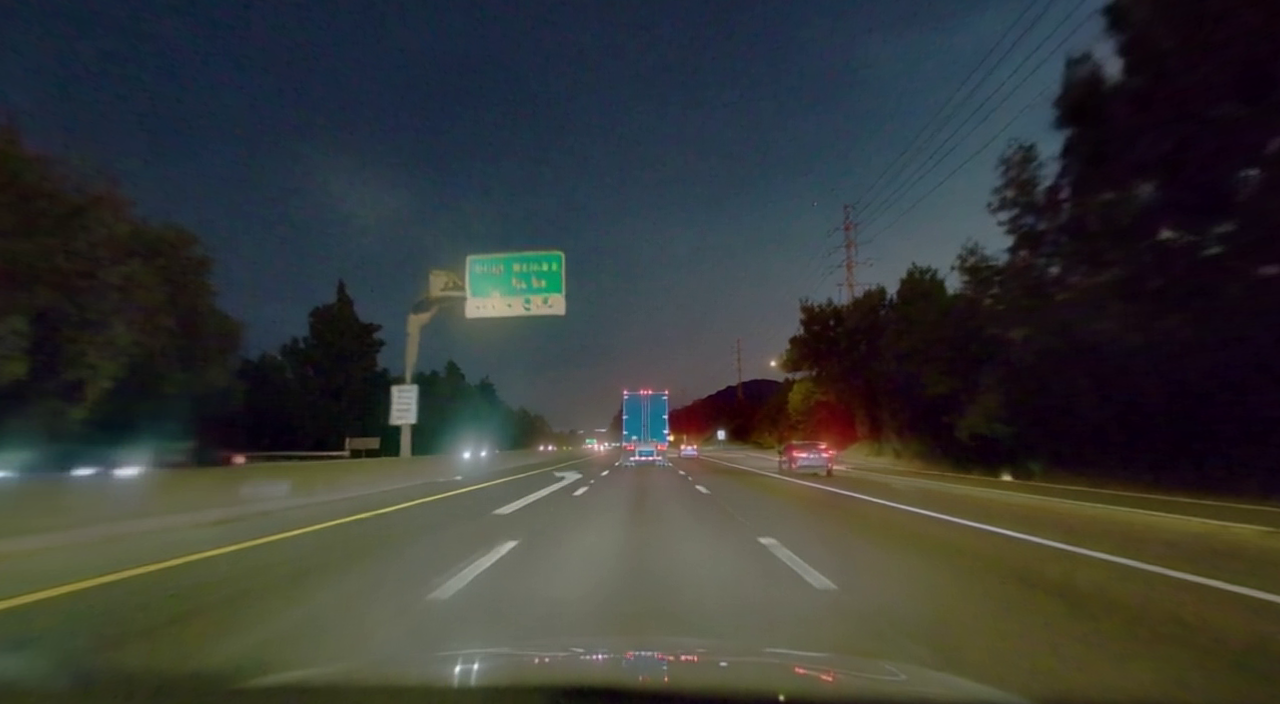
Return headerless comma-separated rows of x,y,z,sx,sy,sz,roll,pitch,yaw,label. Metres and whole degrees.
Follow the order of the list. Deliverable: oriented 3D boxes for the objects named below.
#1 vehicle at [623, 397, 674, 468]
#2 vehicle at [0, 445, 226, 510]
0.394,5.519,42.516,2.919,4.101,11.541,0,-8,-1,vehicle
-16.140,3.781,19.824,2.048,1.702,6.079,0,-8,1,vehicle
